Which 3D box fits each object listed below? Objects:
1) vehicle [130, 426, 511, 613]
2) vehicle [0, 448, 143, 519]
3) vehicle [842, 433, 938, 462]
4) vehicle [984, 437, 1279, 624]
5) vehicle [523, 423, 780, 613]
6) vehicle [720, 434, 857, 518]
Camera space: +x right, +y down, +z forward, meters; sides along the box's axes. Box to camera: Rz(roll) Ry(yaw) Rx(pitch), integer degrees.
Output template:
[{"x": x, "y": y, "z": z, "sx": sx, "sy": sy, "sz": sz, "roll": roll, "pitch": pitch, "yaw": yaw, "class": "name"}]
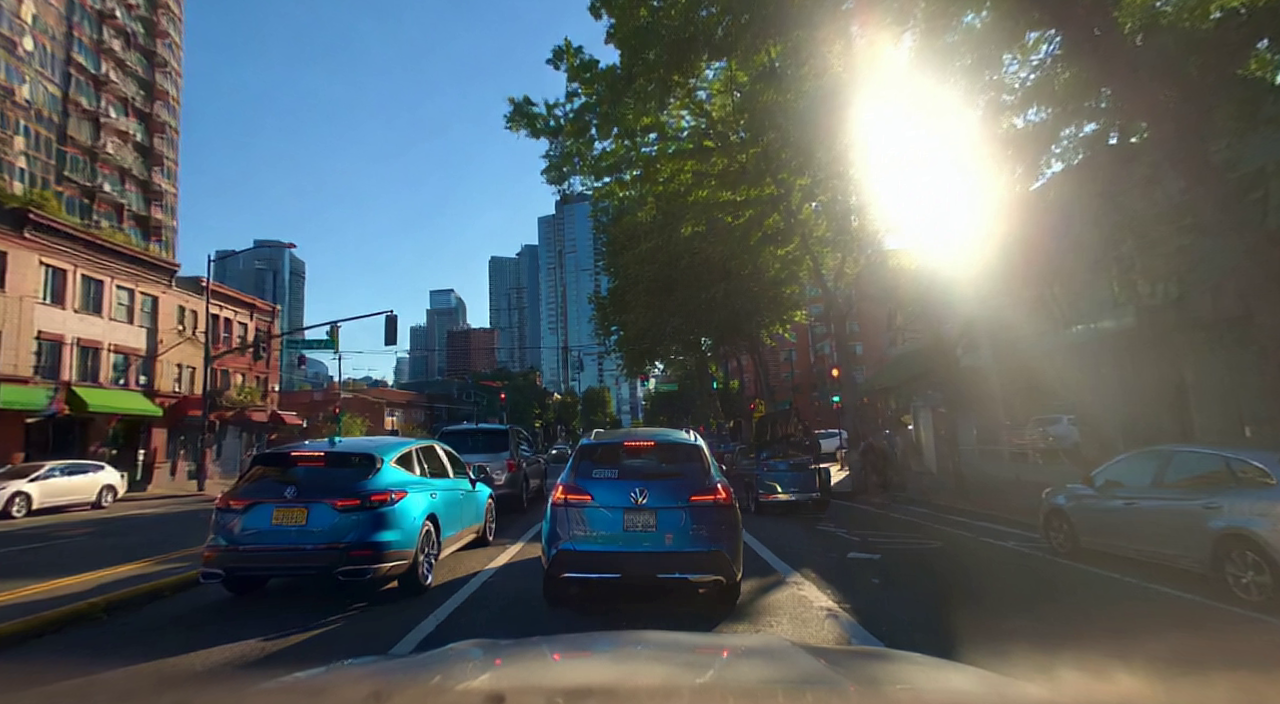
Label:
[{"x": -3.003, "y": 1.665, "z": 7.180, "sx": 2.131, "sy": 1.486, "sz": 4.089, "roll": 0, "pitch": -9, "yaw": 1, "class": "vehicle"}, {"x": -16.226, "y": 3.446, "z": 17.014, "sx": 1.914, "sy": 1.690, "sz": 4.461, "roll": 0, "pitch": -9, "yaw": 1, "class": "vehicle"}, {"x": 16.375, "y": 6.270, "z": 41.517, "sx": 5.345, "sy": 1.811, "sz": 2.175, "roll": 0, "pitch": -9, "yaw": -1, "class": "vehicle"}, {"x": 5.975, "y": 1.692, "z": 6.875, "sx": 1.873, "sy": 1.453, "sz": 4.579, "roll": 0, "pitch": -9, "yaw": 0, "class": "vehicle"}, {"x": 0.093, "y": 1.588, "z": 6.834, "sx": 2.022, "sy": 1.481, "sz": 3.564, "roll": 0, "pitch": -9, "yaw": 0, "class": "vehicle"}, {"x": 3.009, "y": 2.610, "z": 13.735, "sx": 2.018, "sy": 1.529, "sz": 3.880, "roll": 0, "pitch": -9, "yaw": 0, "class": "vehicle"}]
